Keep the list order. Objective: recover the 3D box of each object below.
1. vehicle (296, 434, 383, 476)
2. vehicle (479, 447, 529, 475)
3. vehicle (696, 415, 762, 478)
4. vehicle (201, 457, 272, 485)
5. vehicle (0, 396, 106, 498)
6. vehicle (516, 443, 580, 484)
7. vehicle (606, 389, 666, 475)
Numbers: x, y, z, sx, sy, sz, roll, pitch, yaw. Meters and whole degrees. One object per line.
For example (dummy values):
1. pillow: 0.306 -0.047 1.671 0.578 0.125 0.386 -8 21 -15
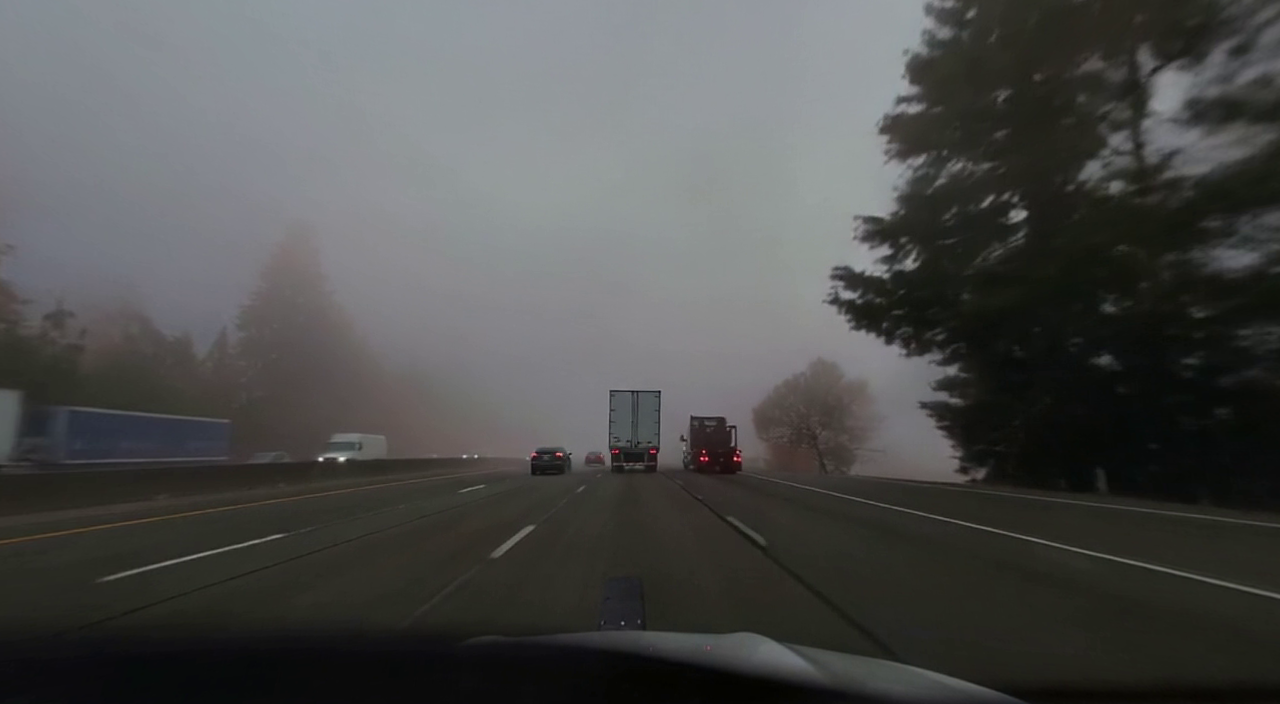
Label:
1. vehicle: -19.197 6.652 40.759 2.232 2.446 6.951 0 -9 0
2. vehicle: -7.573 6.126 35.504 1.926 1.482 3.959 0 -9 1
3. vehicle: 4.296 4.685 31.156 2.565 2.902 3.798 0 -9 -1
4. vehicle: -22.588 6.659 35.417 1.628 1.403 3.574 0 -9 -1
5. vehicle: -26.513 3.960 26.143 2.982 3.939 6.283 0 -9 -1
6. vehicle: -3.794 4.673 26.616 2.061 1.555 3.900 0 -9 0
7. vehicle: -0.293 4.763 36.155 2.875 4.056 12.312 0 -9 -1
